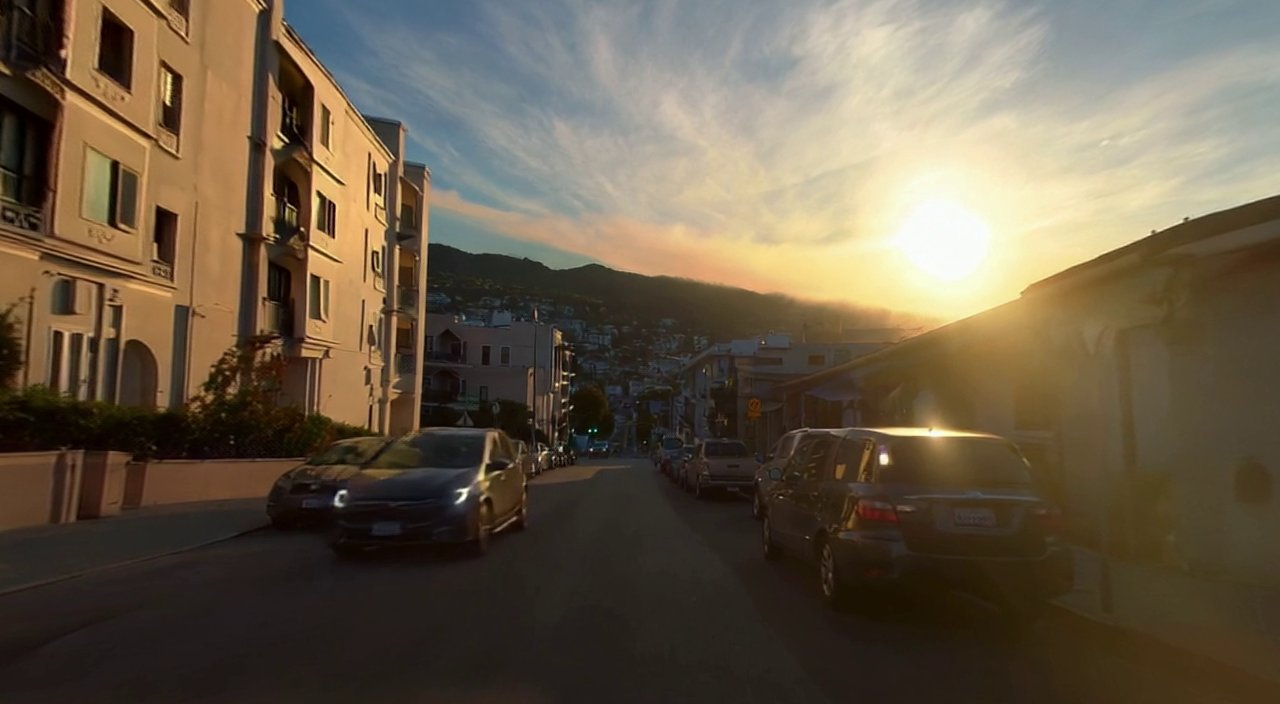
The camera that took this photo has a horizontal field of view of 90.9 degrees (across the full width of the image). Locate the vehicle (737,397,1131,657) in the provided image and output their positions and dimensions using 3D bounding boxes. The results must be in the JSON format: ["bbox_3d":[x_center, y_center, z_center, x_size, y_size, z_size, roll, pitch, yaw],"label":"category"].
[{"bbox_3d":[2.237,1.405,6.144,1.839,1.678,3.918,0,-8,-2],"label":"vehicle"}]

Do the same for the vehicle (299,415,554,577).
[{"bbox_3d":[-2.307,1.621,7.852,1.845,1.544,3.388,0,-8,3],"label":"vehicle"}]

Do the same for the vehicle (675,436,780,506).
[{"bbox_3d":[1.951,2.789,15.402,1.786,1.447,4.314,0,-8,-2],"label":"vehicle"}]
